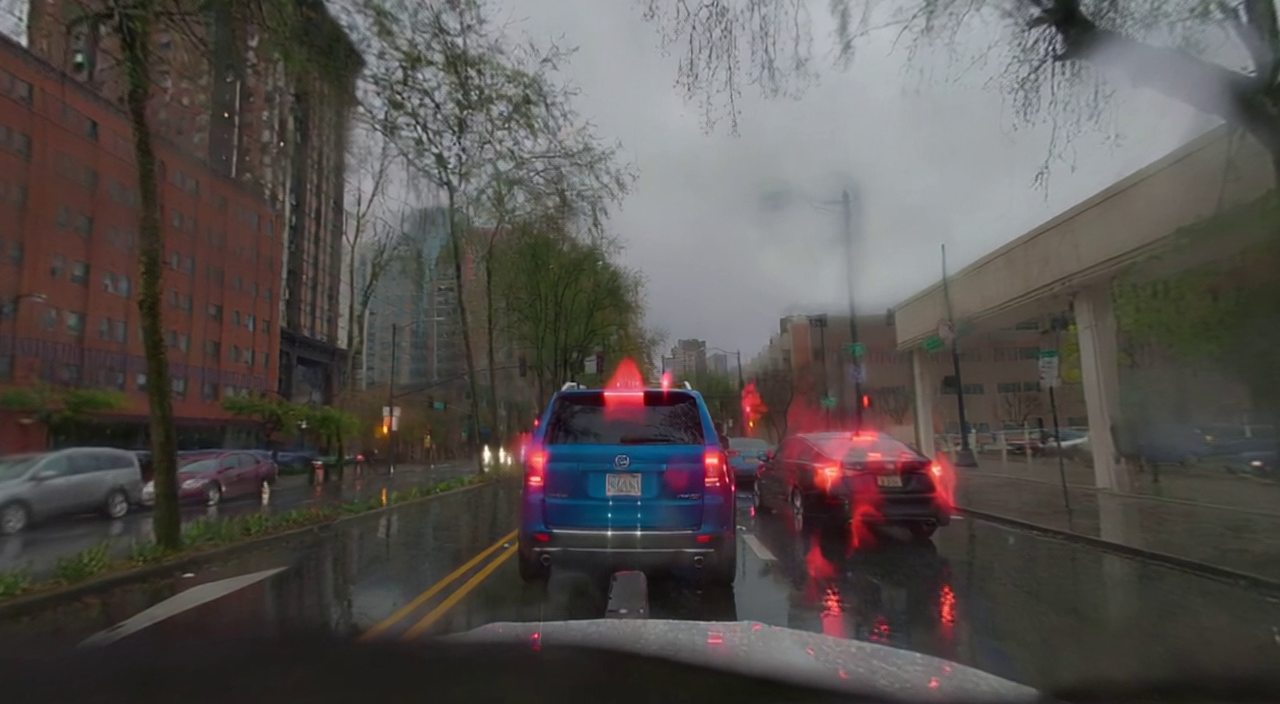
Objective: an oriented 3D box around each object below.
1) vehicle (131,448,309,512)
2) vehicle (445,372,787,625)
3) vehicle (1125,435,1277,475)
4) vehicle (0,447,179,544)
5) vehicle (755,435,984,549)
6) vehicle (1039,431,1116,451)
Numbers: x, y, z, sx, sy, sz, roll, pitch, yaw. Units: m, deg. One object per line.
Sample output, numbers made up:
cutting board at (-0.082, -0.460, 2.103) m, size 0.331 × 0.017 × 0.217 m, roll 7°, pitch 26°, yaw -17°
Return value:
vehicle at (-12.466, 3.781, 19.142) m, size 2.207 × 1.648 × 4.675 m, roll 0°, pitch -8°, yaw -1°
vehicle at (-0.163, 1.366, 6.758) m, size 2.453 × 1.816 × 4.300 m, roll 0°, pitch -8°, yaw 0°
vehicle at (22.111, 4.057, 24.991) m, size 4.055 × 1.469 × 1.848 m, roll -4°, pitch -9°, yaw 26°
vehicle at (-12.547, 2.916, 13.470) m, size 1.891 × 1.723 × 4.360 m, roll 0°, pitch -8°, yaw 1°
vehicle at (3.288, 2.084, 10.070) m, size 2.056 × 1.422 × 4.130 m, roll 0°, pitch -8°, yaw -1°
vehicle at (34.499, 7.054, 49.496) m, size 5.224 × 1.515 × 2.164 m, roll 3°, pitch -9°, yaw -18°
